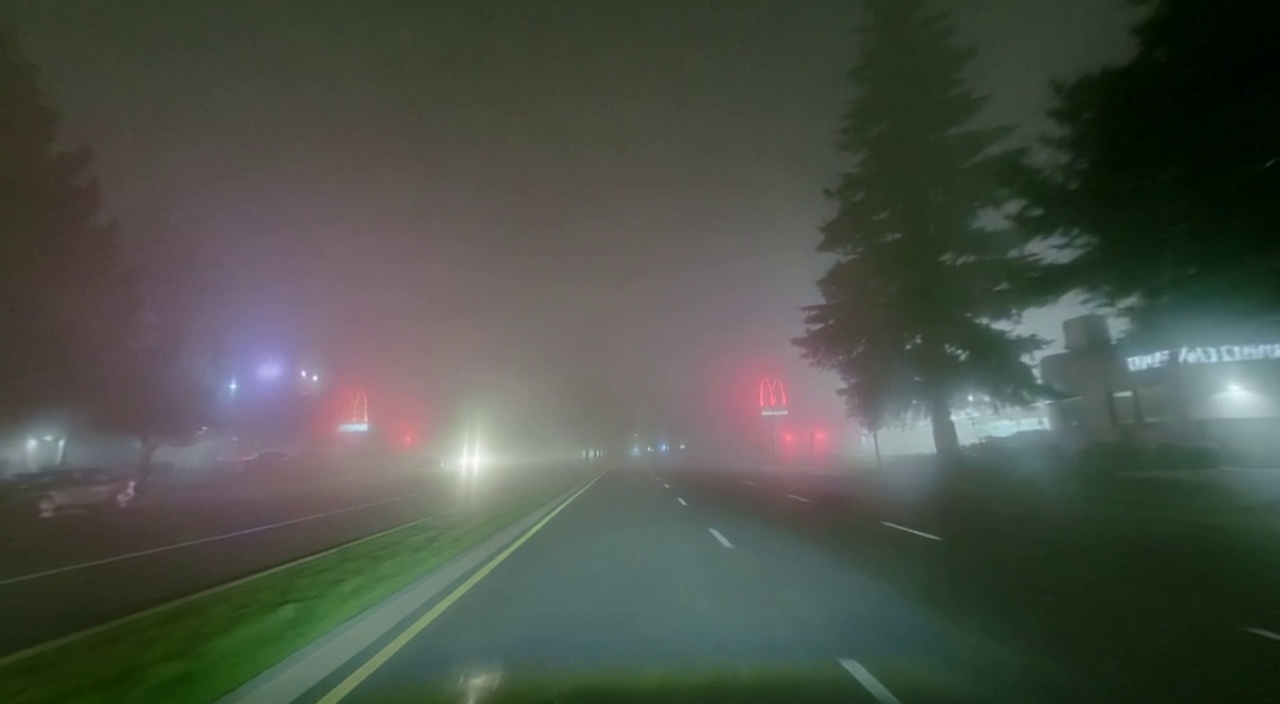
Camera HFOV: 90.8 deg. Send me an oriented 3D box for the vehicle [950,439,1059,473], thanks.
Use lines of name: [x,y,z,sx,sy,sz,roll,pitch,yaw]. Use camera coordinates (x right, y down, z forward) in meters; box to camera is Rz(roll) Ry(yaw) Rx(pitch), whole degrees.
vehicle: [21.109,6.082,37.072,2.480,1.766,6.529,0,-9,0]

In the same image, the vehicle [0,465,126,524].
vehicle: [-19.002,4.425,19.939,1.831,1.528,4.605,-1,-9,-3]
